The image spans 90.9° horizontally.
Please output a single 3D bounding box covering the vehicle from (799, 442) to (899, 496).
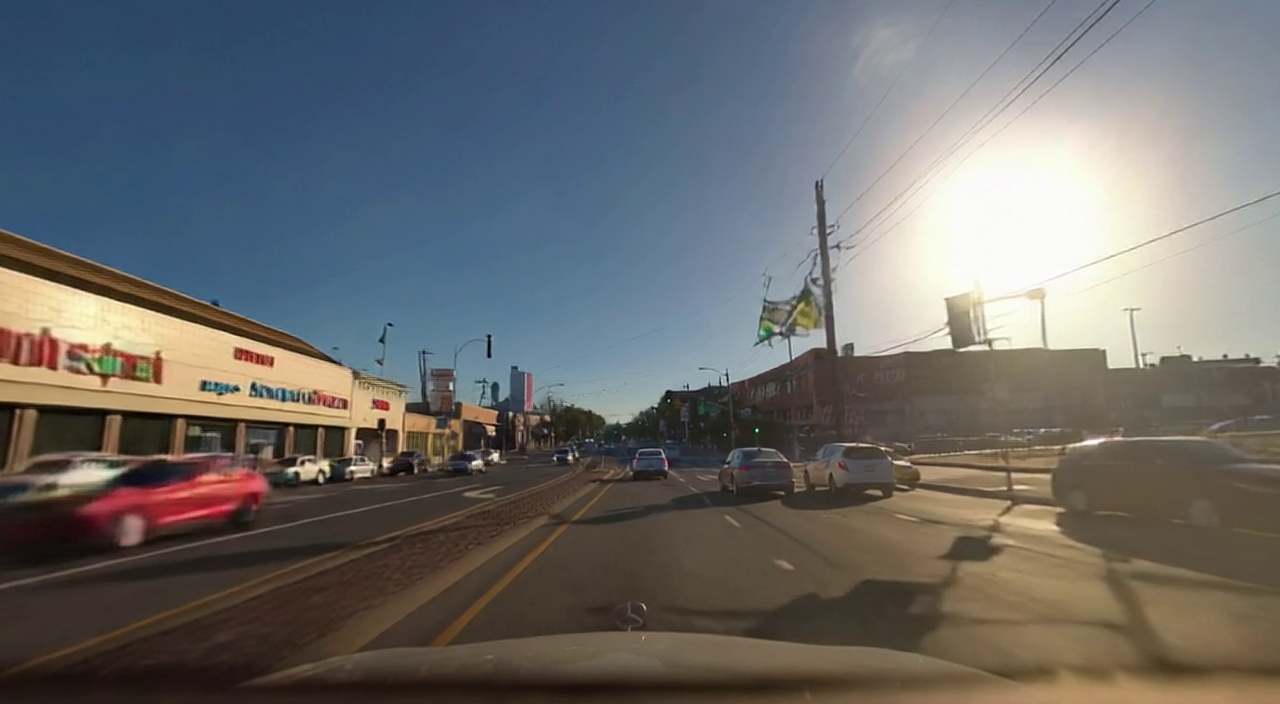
[{"bbox_3d":[7.361,4.141,22.749,2.040,1.738,4.414,0,-9,-1],"label":"vehicle"}]

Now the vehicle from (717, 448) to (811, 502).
[{"bbox_3d":[3.701,3.741,19.719,1.963,1.484,4.609,0,-9,0],"label":"vehicle"}]

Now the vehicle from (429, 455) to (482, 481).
[{"bbox_3d":[-11.675,7.367,40.124,2.087,1.499,3.939,0,-9,1],"label":"vehicle"}]

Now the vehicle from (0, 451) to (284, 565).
[{"bbox_3d":[-8.465,2.426,10.701,2.078,1.465,4.632,0,-9,1],"label":"vehicle"}]

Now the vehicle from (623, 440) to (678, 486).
[{"bbox_3d":[0.436,4.862,27.968,2.210,1.861,4.280,0,-9,0],"label":"vehicle"}]

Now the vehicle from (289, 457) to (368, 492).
[{"bbox_3d":[-15.289,5.983,31.193,1.798,1.541,4.002,0,-9,0],"label":"vehicle"}]

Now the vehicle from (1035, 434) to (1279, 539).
[{"bbox_3d":[10.636,2.610,12.836,2.106,1.712,4.769,0,-9,1],"label":"vehicle"}]

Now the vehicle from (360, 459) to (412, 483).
[{"bbox_3d":[-18.092,8.467,45.182,1.843,1.468,4.475,0,-8,1],"label":"vehicle"}]
